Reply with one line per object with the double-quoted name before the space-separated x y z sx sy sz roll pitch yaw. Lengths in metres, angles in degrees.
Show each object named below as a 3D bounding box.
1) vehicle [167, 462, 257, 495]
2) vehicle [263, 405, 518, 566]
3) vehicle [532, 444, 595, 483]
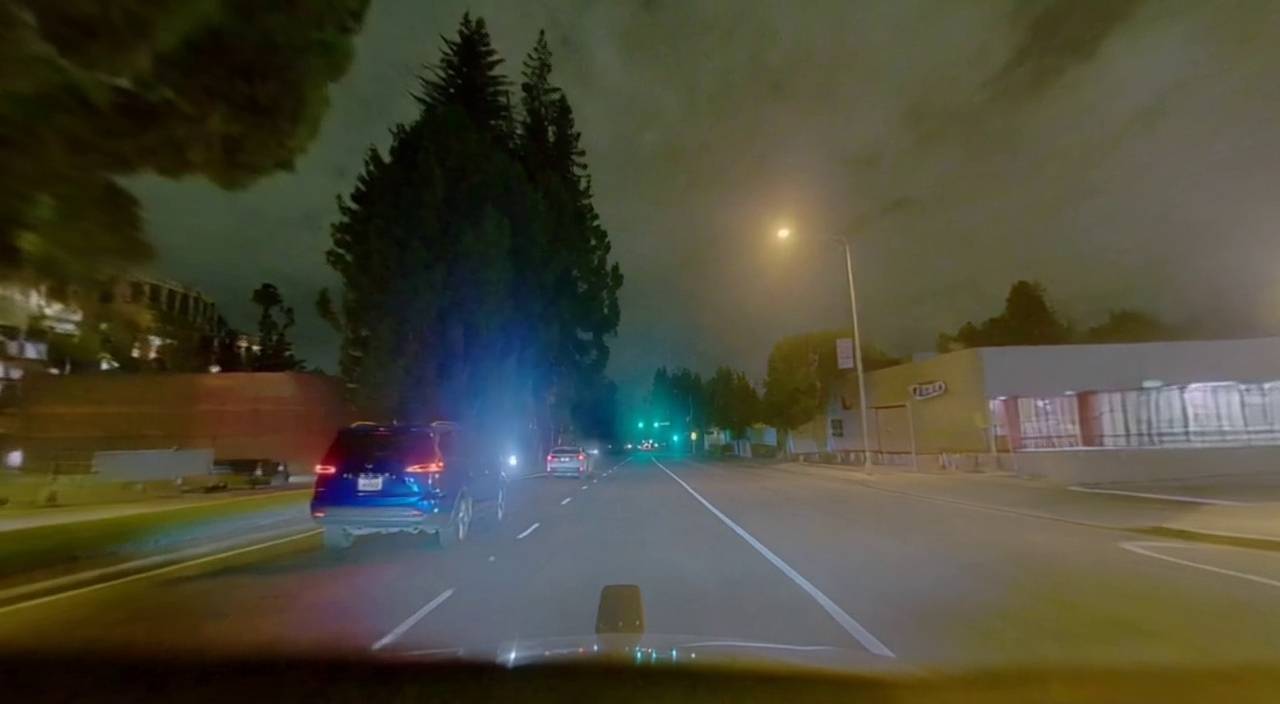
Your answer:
"vehicle" -22.791 6.727 33.828 1.741 1.505 4.346 -1 -9 0
"vehicle" -3.282 1.855 9.478 2.042 1.817 4.364 0 -9 0
"vehicle" -3.106 4.641 26.703 2.069 1.470 4.601 0 -8 0
